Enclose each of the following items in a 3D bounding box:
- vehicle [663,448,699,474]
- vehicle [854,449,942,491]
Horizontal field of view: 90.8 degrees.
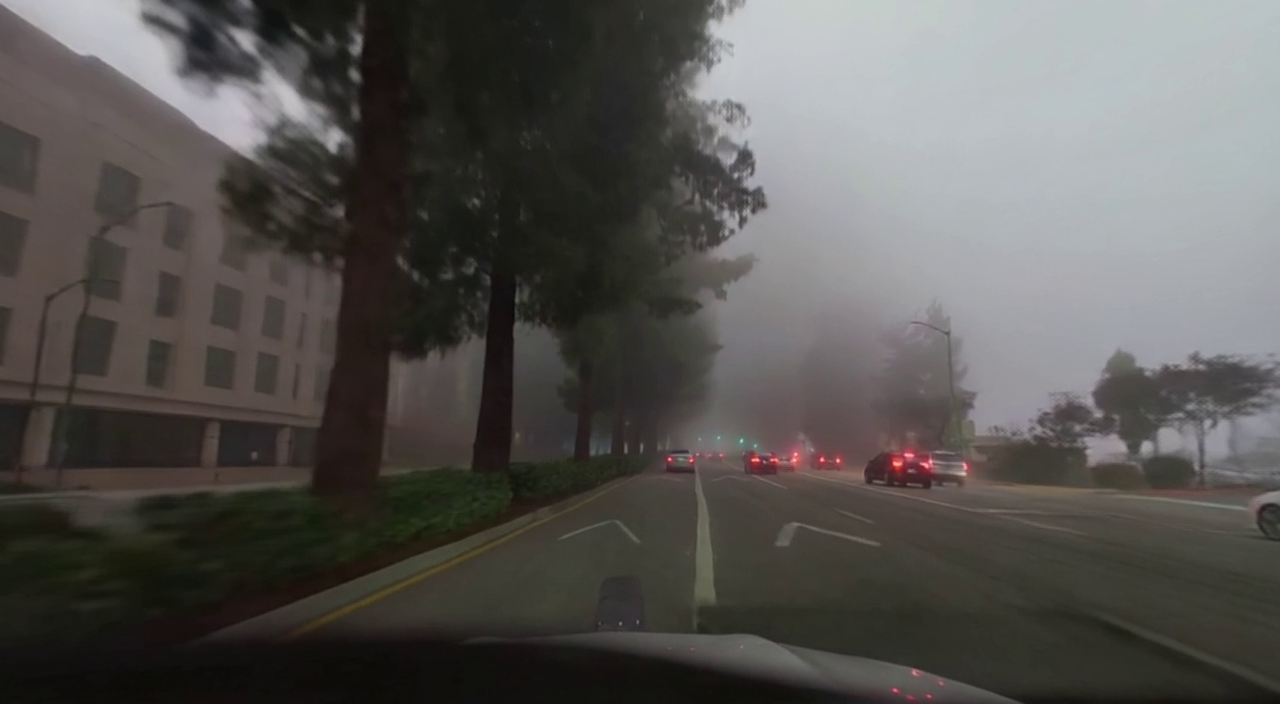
[{"bbox_3d":[2.492,6.586,38.503,2.077,1.477,3.897,-1,-9,3],"label":"vehicle"},{"bbox_3d":[10.050,4.601,24.960,2.020,1.472,3.958,-1,-9,4],"label":"vehicle"}]
